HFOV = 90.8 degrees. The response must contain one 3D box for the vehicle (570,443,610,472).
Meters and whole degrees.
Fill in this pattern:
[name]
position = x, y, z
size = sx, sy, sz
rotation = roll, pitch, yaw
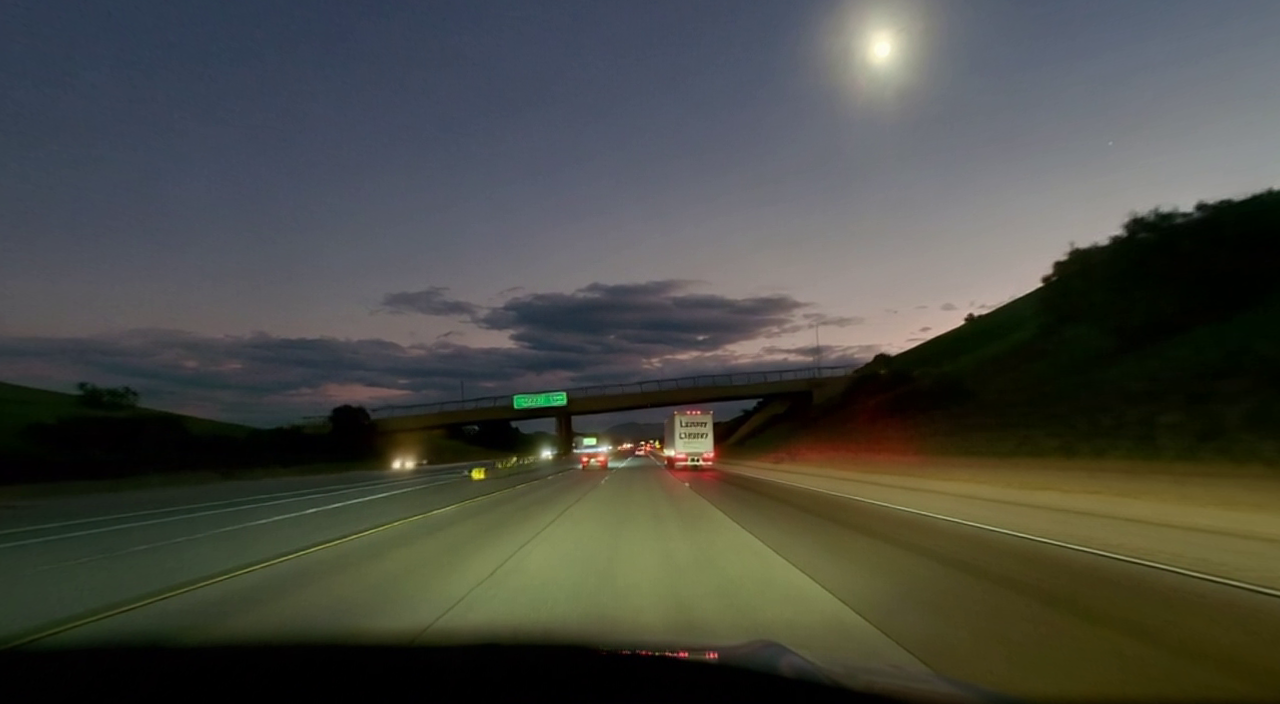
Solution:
[vehicle]
position = -2.942, 6.405, 38.356
size = 2.052, 1.654, 4.303
rotation = 0, -9, 0
